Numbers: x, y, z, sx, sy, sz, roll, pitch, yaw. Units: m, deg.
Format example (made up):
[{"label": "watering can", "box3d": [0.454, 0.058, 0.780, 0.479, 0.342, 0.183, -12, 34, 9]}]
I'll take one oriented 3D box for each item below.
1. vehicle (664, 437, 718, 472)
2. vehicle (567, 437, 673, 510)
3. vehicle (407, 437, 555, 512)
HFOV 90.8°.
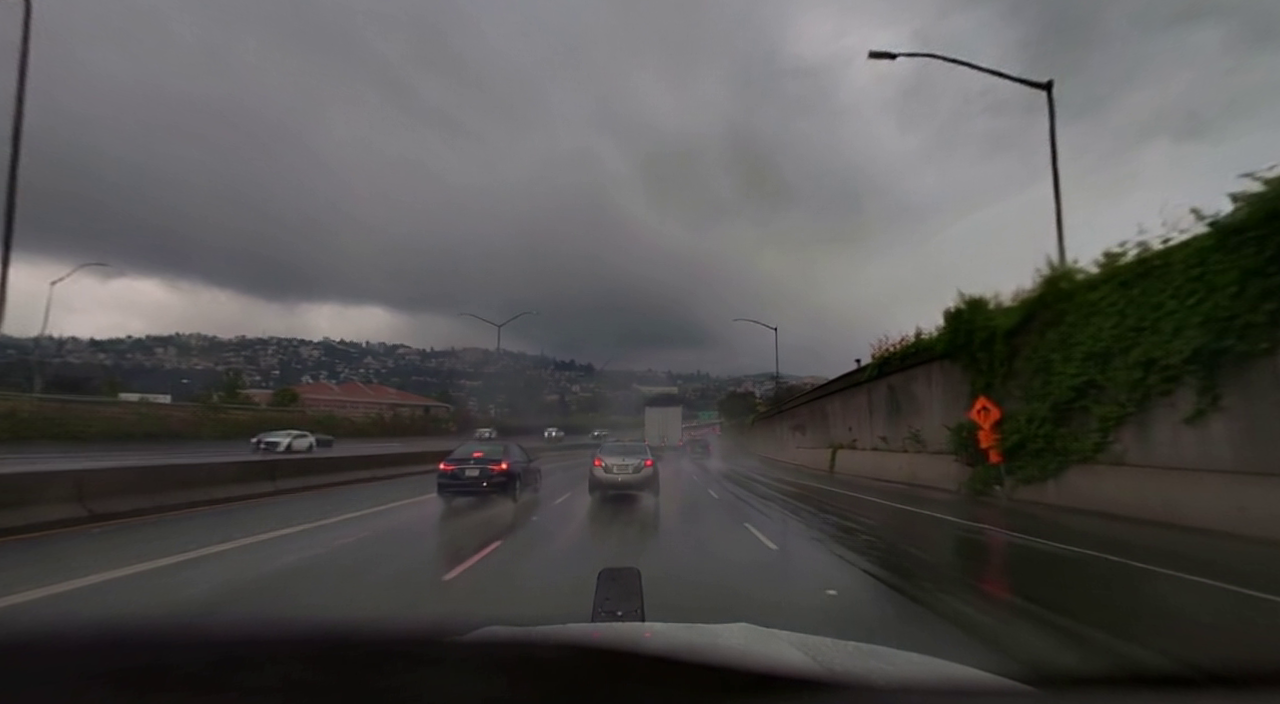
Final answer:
[{"label": "vehicle", "box3d": [2.567, 5.319, 32.935, 2.166, 1.666, 4.618, 0, -9, -3]}, {"label": "vehicle", "box3d": [-0.361, 2.770, 14.814, 2.136, 1.470, 3.971, -1, -9, 1]}, {"label": "vehicle", "box3d": [-3.514, 2.832, 15.140, 2.130, 1.474, 5.027, -1, -9, 2]}]
